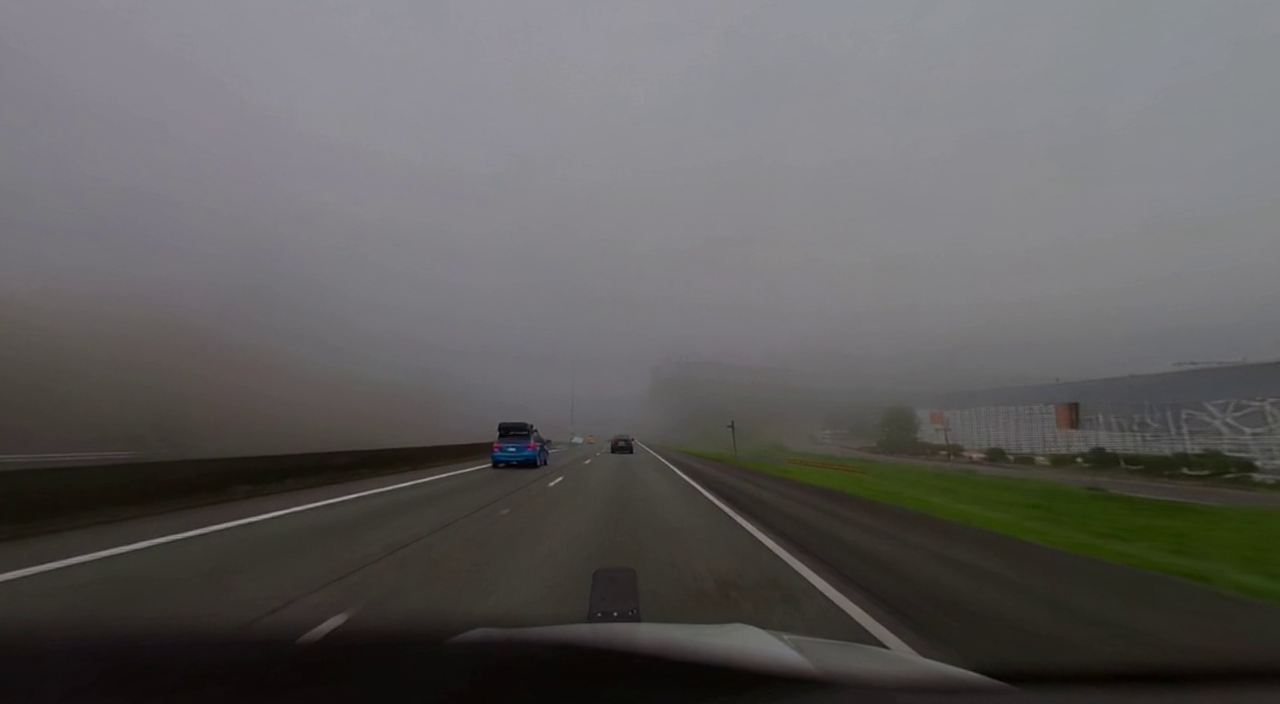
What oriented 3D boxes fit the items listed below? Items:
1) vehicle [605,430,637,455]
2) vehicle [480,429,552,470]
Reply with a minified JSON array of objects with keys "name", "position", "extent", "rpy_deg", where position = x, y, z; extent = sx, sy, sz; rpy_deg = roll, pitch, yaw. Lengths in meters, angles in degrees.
[{"name":"vehicle","position":[-1.299,6.295,43.908],"extent":[2.151,1.618,3.898],"rpy_deg":[0,-8,-1]},{"name":"vehicle","position":[-5.168,4.129,26.904],"extent":[2.189,1.580,4.607],"rpy_deg":[0,-8,0]}]
